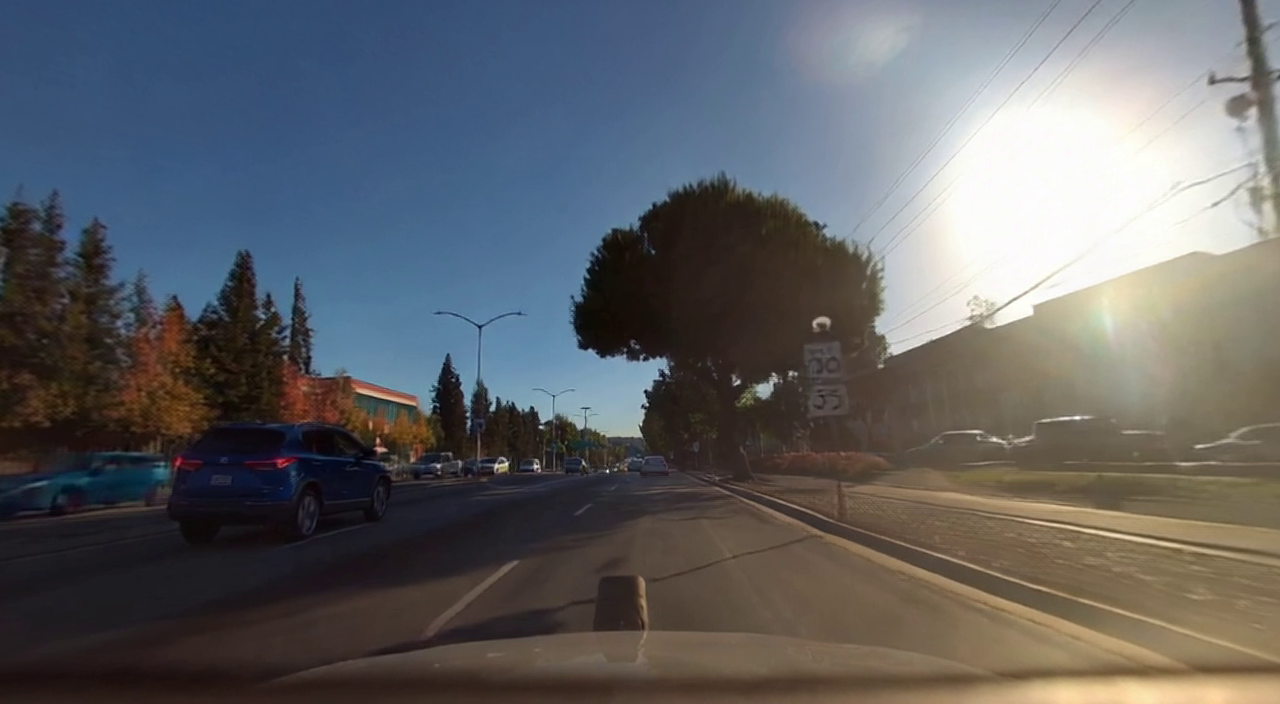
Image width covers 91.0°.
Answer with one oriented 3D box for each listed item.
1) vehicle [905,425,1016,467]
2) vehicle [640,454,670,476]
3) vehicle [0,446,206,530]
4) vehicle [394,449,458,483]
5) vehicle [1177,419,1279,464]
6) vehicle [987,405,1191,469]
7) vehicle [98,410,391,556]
[{"bbox_3d":[12.857,3.833,25.657,1.884,1.522,4.642,0,-8,-3],"label":"vehicle"},{"bbox_3d":[1.070,8.237,46.147,2.091,1.494,3.962,0,-8,1],"label":"vehicle"},{"bbox_3d":[-11.937,2.865,13.887,1.871,1.539,3.929,0,-8,0],"label":"vehicle"},{"bbox_3d":[-11.850,6.316,35.242,1.953,1.697,4.725,0,-8,-1],"label":"vehicle"},{"bbox_3d":[21.936,3.074,21.625,1.933,1.487,5.136,1,-9,-10],"label":"vehicle"},{"bbox_3d":[13.513,2.654,19.445,1.950,1.697,4.906,2,-9,-15],"label":"vehicle"},{"bbox_3d":[-6.092,2.042,10.517,2.027,1.908,4.273,0,-8,1],"label":"vehicle"}]
